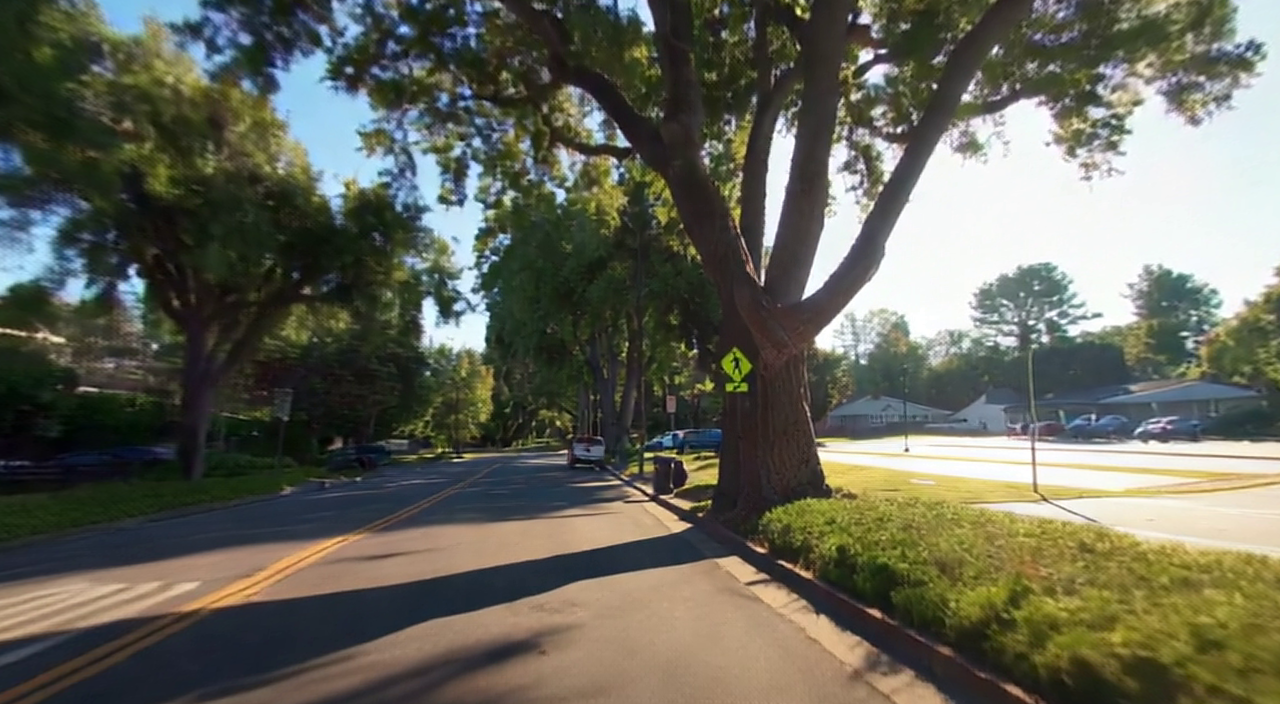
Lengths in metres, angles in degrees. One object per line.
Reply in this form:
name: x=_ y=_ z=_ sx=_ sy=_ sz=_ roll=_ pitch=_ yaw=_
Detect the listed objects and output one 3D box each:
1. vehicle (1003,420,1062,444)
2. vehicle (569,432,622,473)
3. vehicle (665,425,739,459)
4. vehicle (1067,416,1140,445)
vehicle: x=28.029 y=5.756 z=45.072 sx=4.245 sy=1.601 sz=1.912 roll=6 pitch=-10 yaw=-34
vehicle: x=-2.172 y=4.742 z=29.983 sx=2.204 sy=1.776 sz=4.262 roll=1 pitch=-9 yaw=-8
vehicle: x=3.918 y=5.623 z=39.684 sx=4.390 sy=1.696 sz=1.954 roll=0 pitch=-6 yaw=-39
vehicle: x=28.557 y=4.877 z=38.900 sx=4.481 sy=1.634 sz=1.973 roll=6 pitch=-10 yaw=-32
